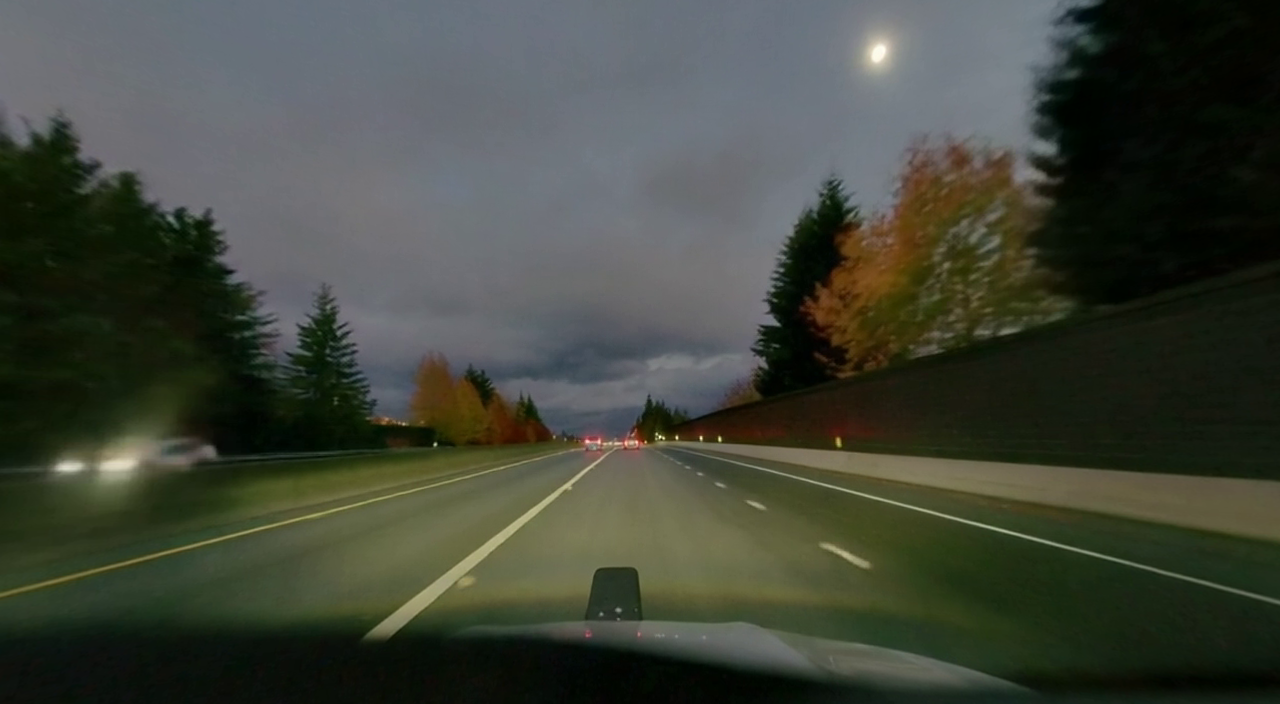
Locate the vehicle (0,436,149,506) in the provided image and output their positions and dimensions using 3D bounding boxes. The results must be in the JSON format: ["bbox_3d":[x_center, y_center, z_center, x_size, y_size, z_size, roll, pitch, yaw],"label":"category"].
[{"bbox_3d":[-16.388,3.206,17.551,1.958,1.710,4.234,0,-8,-1],"label":"vehicle"}]
